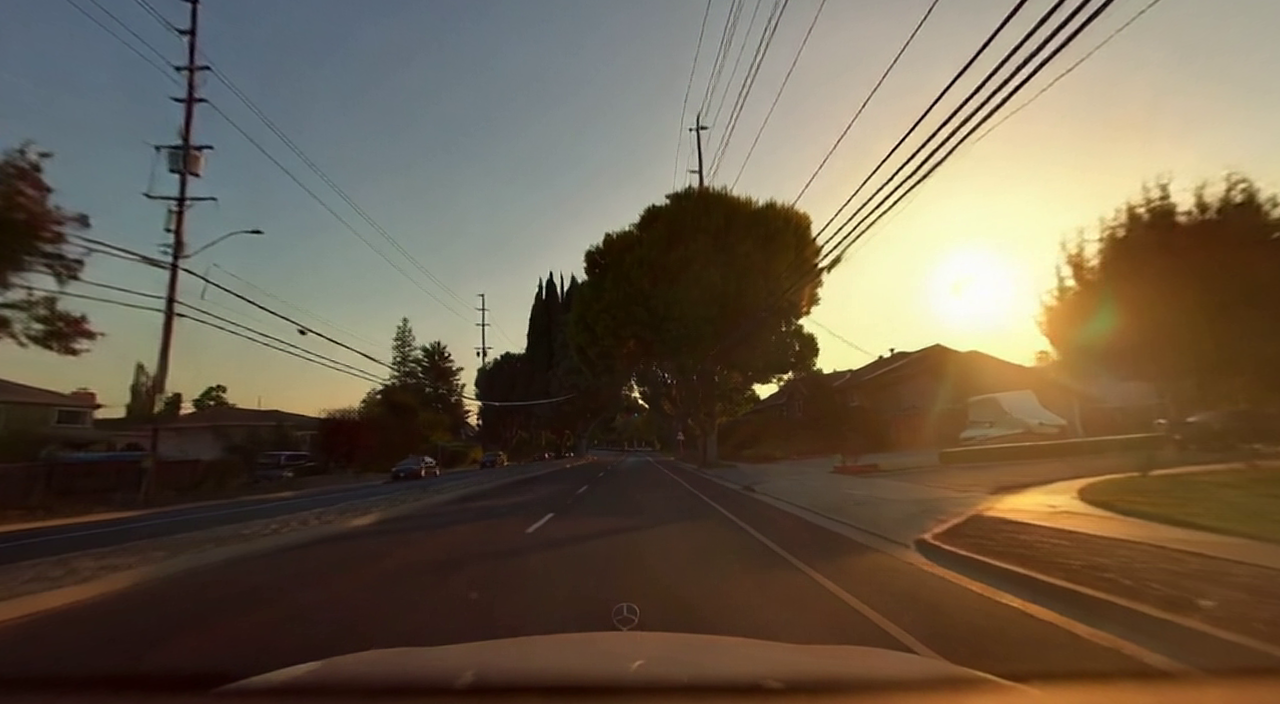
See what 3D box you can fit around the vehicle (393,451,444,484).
[{"bbox_3d":[-16.052,8.359,46.029,2.071,1.883,4.915,-7,-8,-3],"label":"vehicle"}]
